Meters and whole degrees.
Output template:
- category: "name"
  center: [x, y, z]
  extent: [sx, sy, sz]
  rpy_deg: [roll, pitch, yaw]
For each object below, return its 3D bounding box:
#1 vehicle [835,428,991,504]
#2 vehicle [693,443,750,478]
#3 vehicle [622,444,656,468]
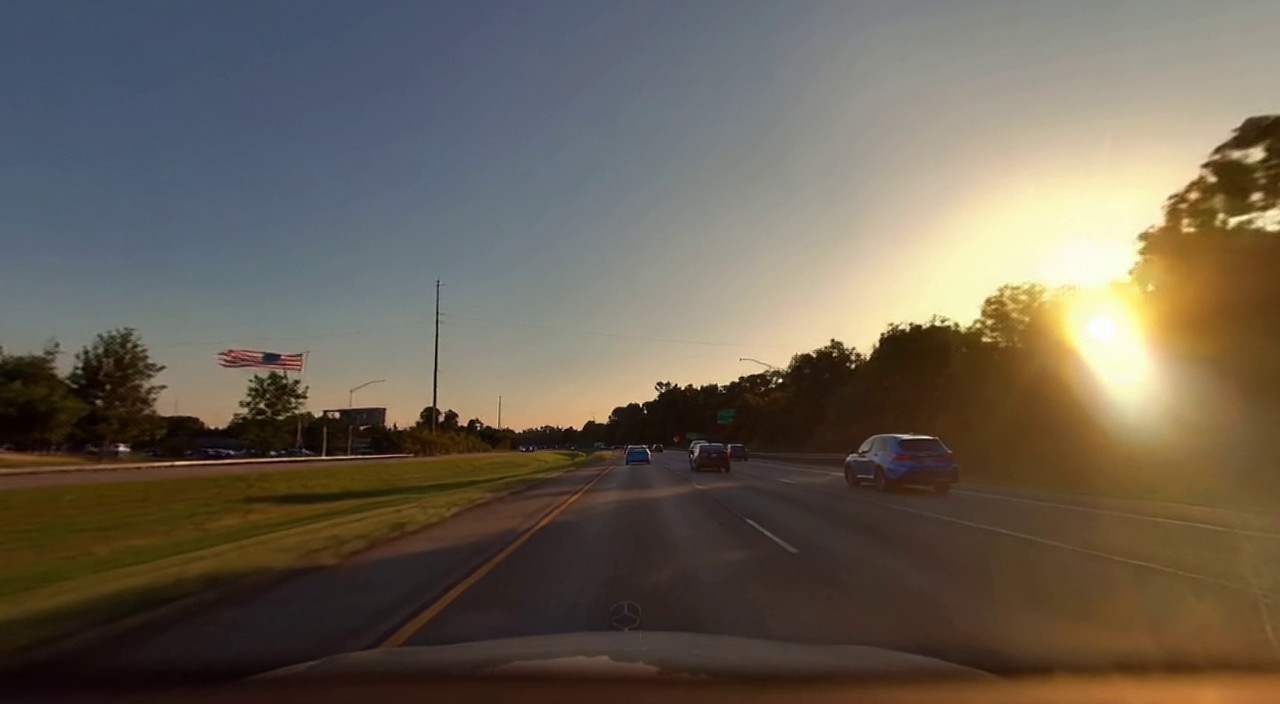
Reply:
- category: "vehicle"
  center: [7.316, 3.085, 17.617]
  extent: [2.114, 1.800, 4.779]
  rpy_deg: [0, -8, -1]
- category: "vehicle"
  center: [3.694, 4.994, 29.343]
  extent: [1.978, 1.488, 4.252]
  rpy_deg: [0, -8, -1]
- category: "vehicle"
  center: [-0.067, 6.641, 40.405]
  extent: [2.085, 1.449, 3.860]
  rpy_deg: [0, -8, -1]
